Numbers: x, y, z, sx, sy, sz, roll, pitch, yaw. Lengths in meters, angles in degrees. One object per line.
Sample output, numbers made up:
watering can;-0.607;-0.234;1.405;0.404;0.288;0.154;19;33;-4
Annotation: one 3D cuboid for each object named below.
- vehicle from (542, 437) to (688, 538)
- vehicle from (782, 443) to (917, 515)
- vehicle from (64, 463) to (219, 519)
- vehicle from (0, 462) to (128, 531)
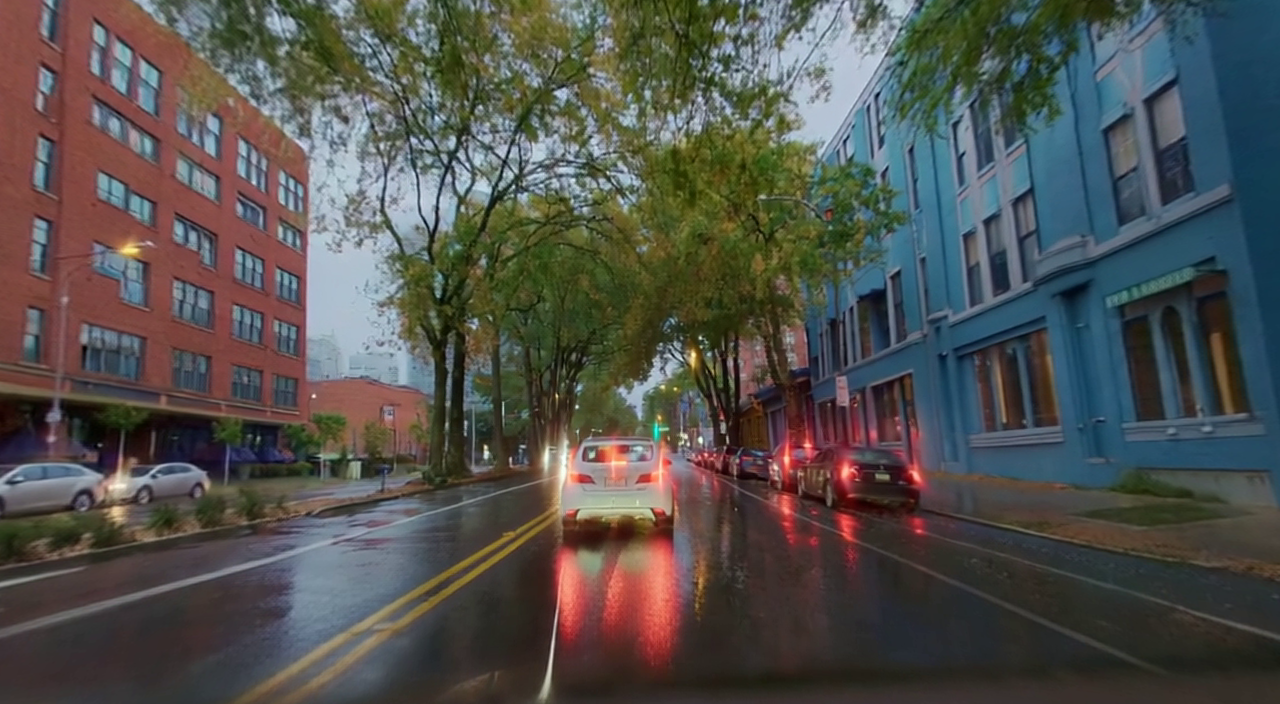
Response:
vehicle;-0.383;2.399;11.754;2.230;1.518;4.113;0;-9;0
vehicle;4.918;3.012;15.455;1.832;1.491;4.054;1;-9;-1
vehicle;-18.013;5.002;23.110;2.011;1.727;4.449;1;-9;0
vehicle;-17.613;4.068;18.054;1.909;1.658;4.559;0;-9;1
